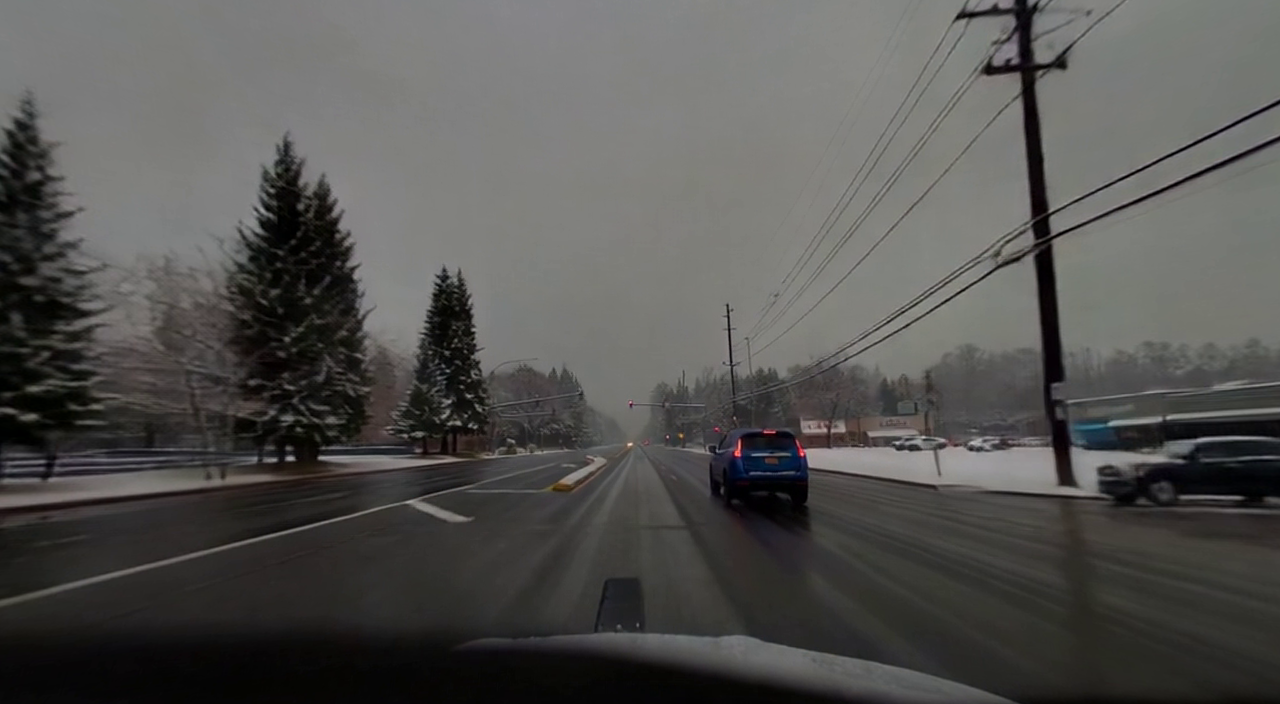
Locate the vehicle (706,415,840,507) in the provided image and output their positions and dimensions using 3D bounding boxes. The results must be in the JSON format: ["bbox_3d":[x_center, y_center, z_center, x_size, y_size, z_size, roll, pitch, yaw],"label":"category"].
[{"bbox_3d":[2.924,2.533,15.125,2.060,1.820,4.713,0,-8,-2],"label":"vehicle"}]

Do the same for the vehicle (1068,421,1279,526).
[{"bbox_3d":[11.736,2.339,12.631,4.801,1.802,2.022,-2,-9,-2],"label":"vehicle"}]
